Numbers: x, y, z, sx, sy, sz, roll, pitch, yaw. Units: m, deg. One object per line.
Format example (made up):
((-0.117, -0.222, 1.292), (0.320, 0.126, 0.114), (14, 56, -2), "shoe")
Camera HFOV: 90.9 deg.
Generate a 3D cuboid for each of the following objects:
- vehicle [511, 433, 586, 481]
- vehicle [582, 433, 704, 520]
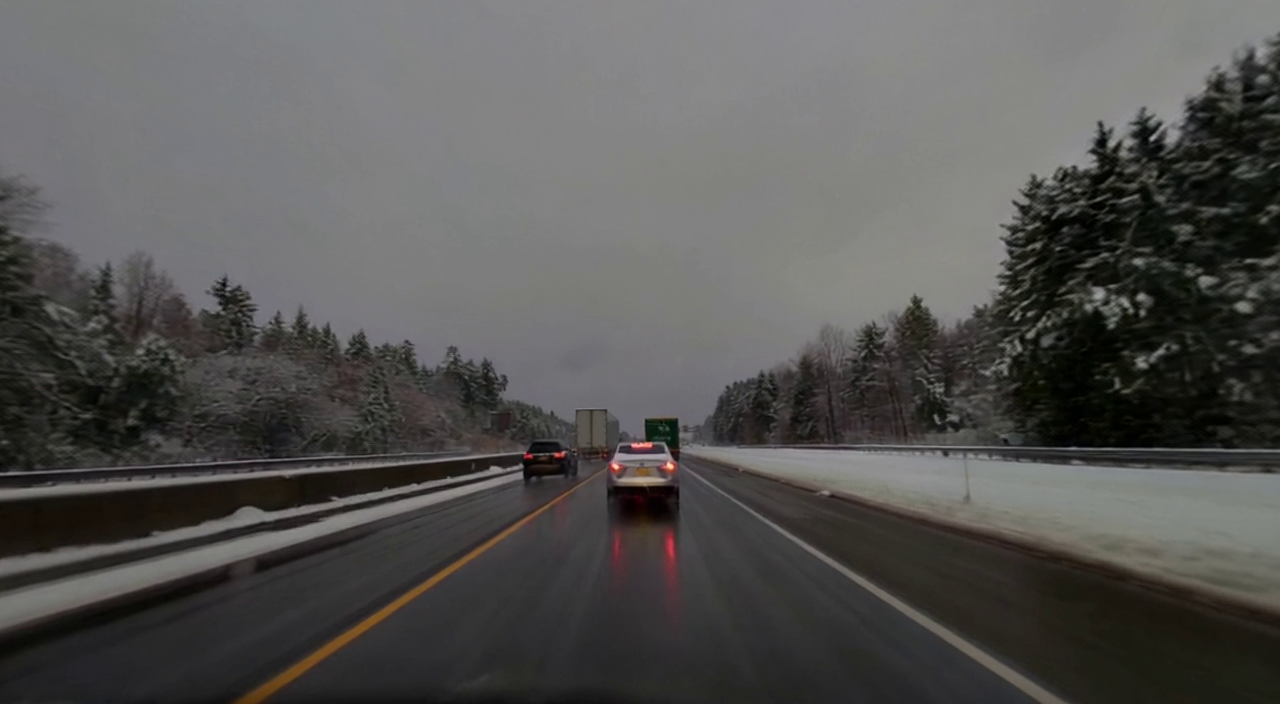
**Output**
((-3.483, 4.130, 24.947), (2.177, 1.699, 4.431), (0, -9, 2), "vehicle")
((0.033, 2.431, 12.694), (2.057, 1.449, 3.931), (0, -9, -1), "vehicle")
